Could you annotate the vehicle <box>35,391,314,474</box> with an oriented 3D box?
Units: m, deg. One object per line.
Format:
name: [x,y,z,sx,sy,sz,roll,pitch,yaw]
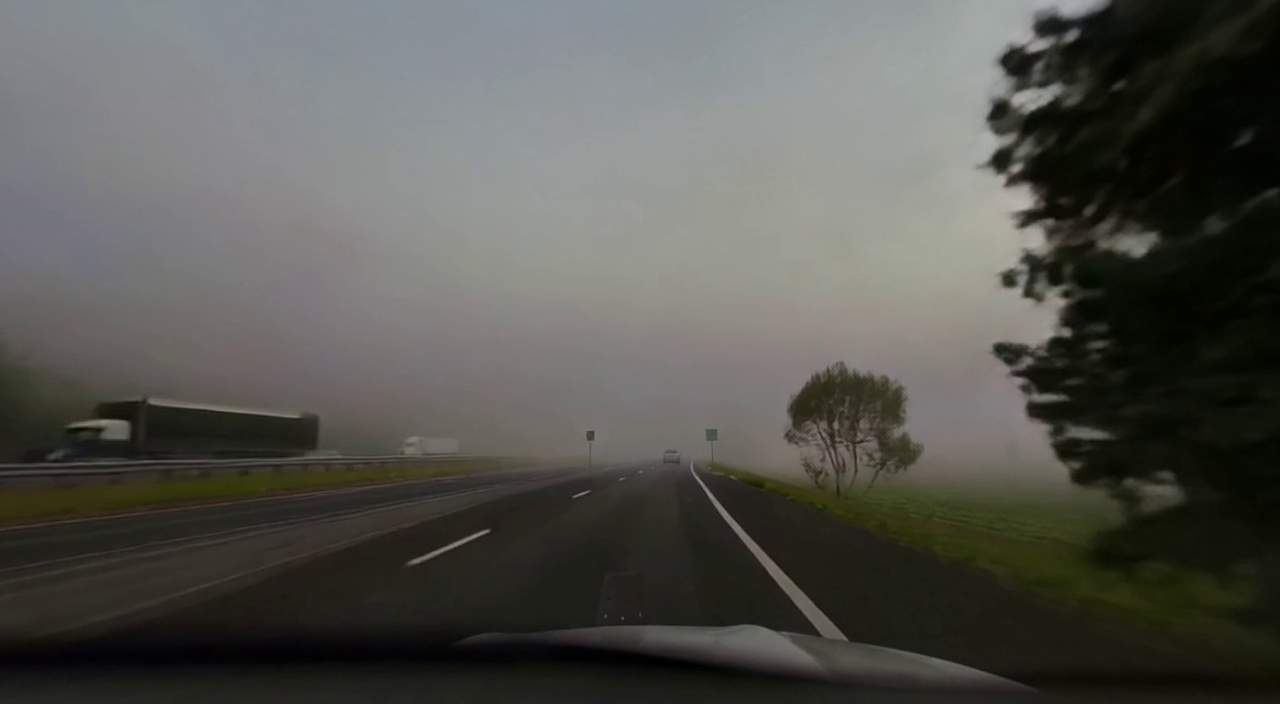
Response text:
vehicle: [-28.894,5.540,41.649,3.620,4.302,17.223,-1,-9,7]

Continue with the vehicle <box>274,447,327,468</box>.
vehicle: [-23.708,7.371,44.100,1.508,1.359,3.374,-1,-9,7]
